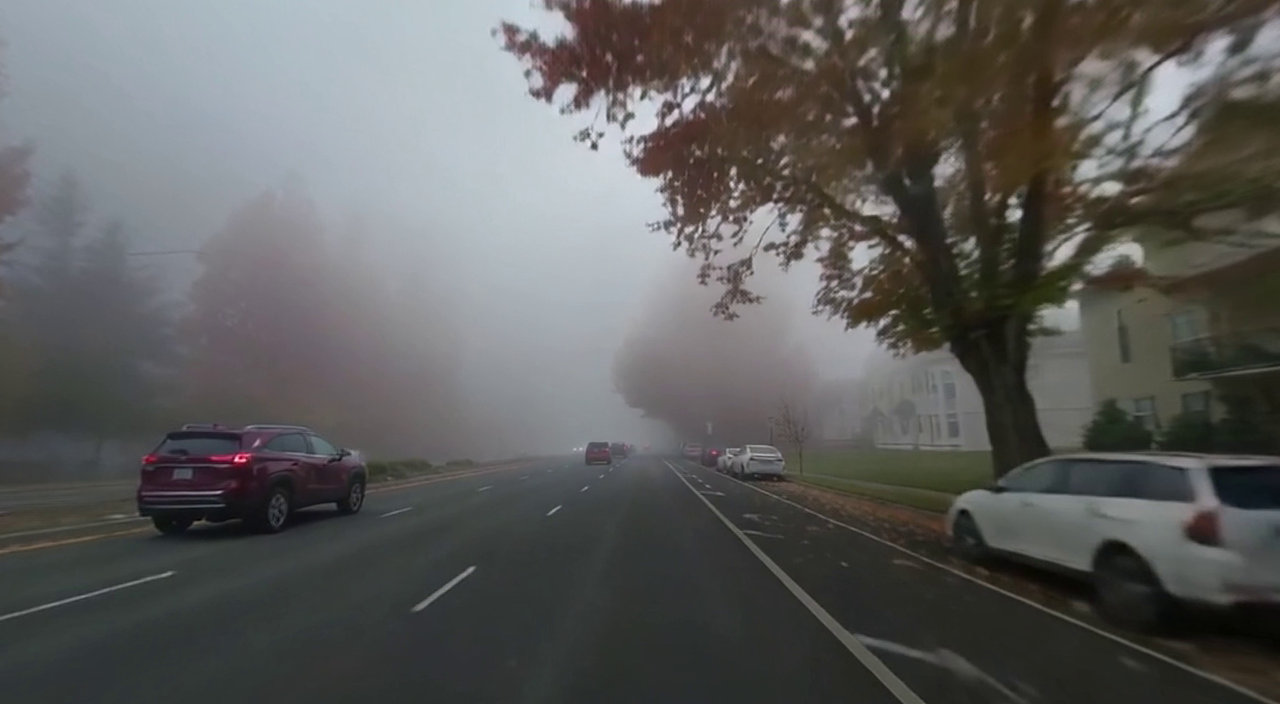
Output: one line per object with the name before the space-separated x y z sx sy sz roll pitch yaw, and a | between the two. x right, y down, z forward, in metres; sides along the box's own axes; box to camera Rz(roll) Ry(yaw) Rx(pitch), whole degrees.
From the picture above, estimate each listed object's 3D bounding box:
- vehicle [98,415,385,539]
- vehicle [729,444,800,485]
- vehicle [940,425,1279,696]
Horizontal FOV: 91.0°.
vehicle | -6.519 2.095 11.150 2.034 1.711 4.512 0 -9 1
vehicle | 5.016 4.573 26.040 1.952 1.505 4.713 0 -9 0
vehicle | 4.603 1.480 5.520 1.939 1.504 4.189 0 -9 1
